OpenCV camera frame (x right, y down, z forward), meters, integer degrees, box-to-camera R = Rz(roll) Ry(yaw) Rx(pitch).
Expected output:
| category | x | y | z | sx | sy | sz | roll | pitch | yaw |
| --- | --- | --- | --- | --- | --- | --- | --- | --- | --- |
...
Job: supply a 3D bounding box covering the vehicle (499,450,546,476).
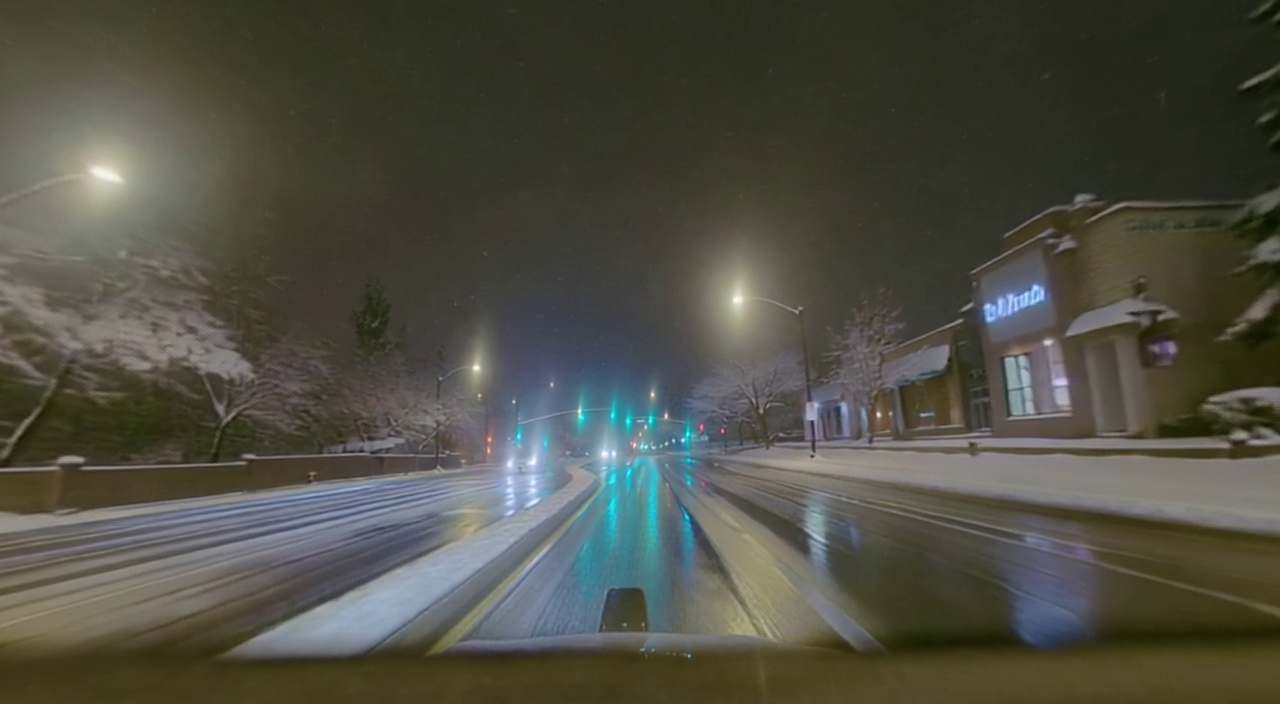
| category | x | y | z | sx | sy | sz | roll | pitch | yaw |
| --- | --- | --- | --- | --- | --- | --- | --- | --- | --- |
| vehicle | -7.098 | 6.743 | 38.473 | 1.954 | 1.451 | 4.536 | 0 | -8 | 1 |
